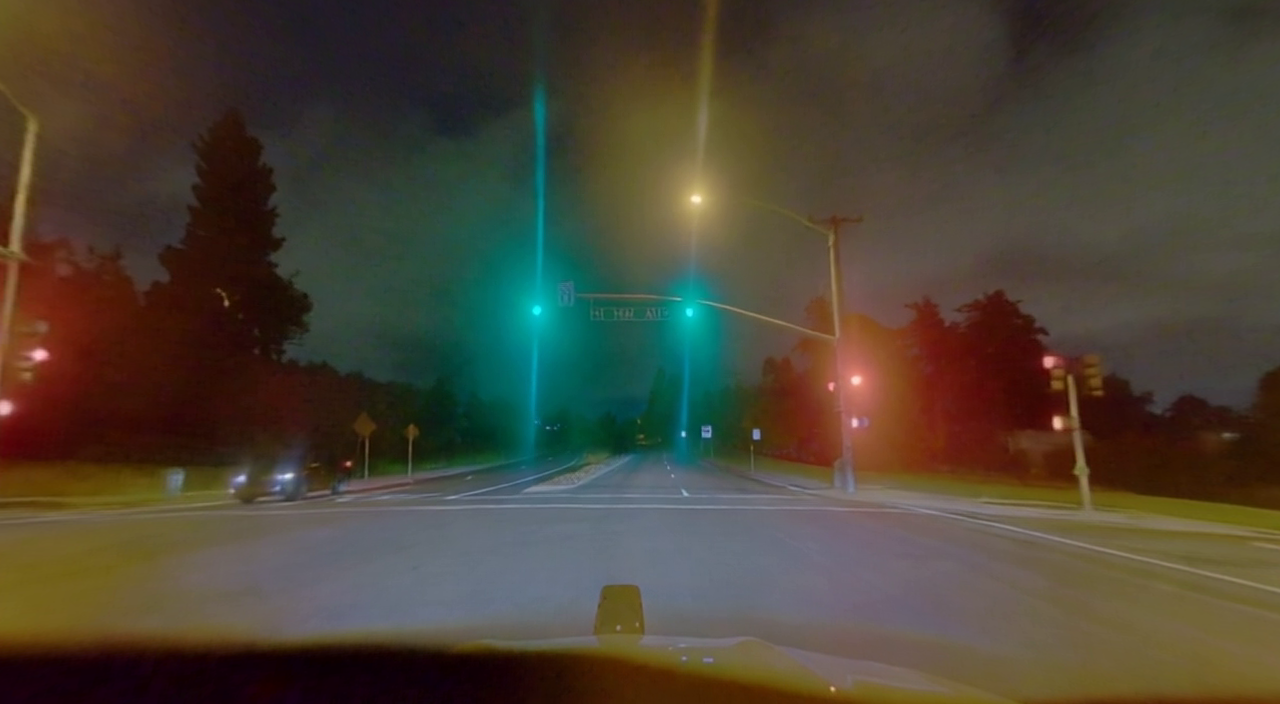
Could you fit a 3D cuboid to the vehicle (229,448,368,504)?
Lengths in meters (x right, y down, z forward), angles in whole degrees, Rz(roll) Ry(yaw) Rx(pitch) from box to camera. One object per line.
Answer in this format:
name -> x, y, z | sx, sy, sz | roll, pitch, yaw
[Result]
vehicle -> -10.465, 3.794, 19.778 | 1.983, 1.482, 4.190 | 0, -8, 1
